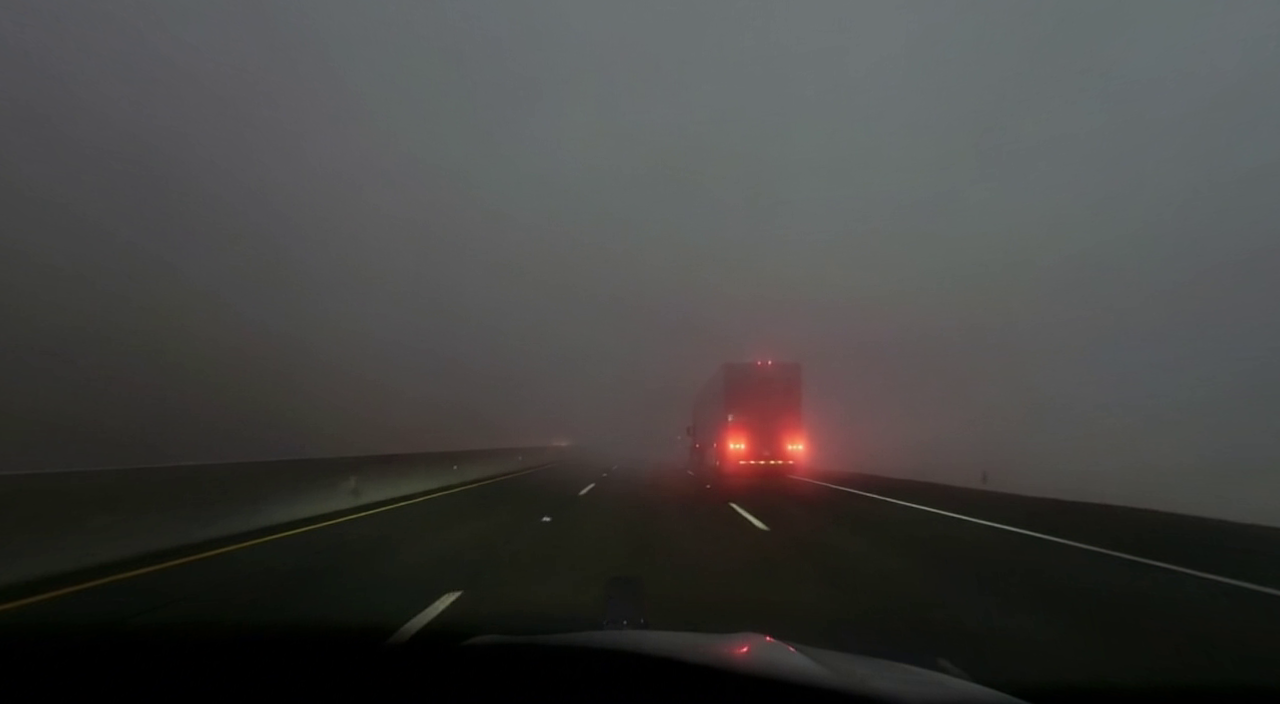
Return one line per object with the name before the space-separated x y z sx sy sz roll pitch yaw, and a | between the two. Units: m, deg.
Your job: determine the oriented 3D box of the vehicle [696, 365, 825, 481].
vehicle | 4.793 3.507 28.862 3.485 3.975 14.489 0 -8 2
